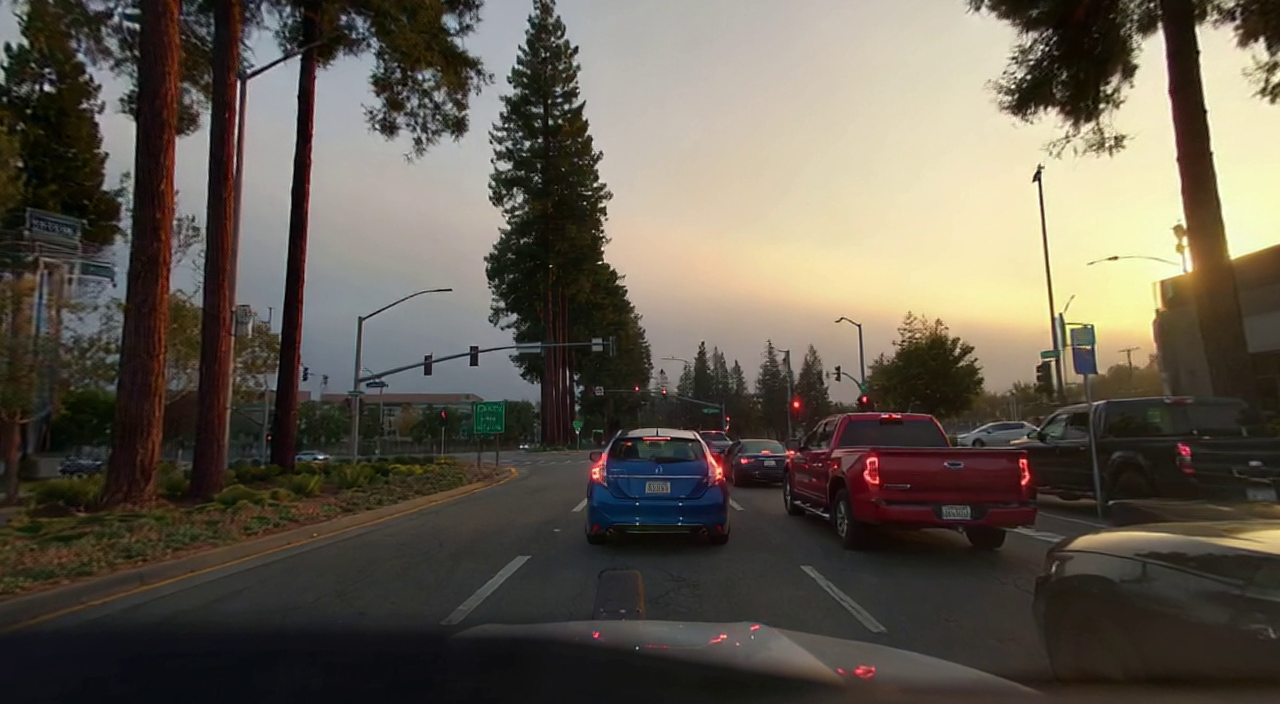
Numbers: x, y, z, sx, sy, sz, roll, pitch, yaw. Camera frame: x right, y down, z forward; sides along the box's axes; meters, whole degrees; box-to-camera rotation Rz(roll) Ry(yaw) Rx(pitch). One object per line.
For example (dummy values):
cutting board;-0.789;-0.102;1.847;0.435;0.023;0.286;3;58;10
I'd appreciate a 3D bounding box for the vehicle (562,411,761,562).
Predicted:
vehicle;0.243;1.772;8.981;2.168;1.641;4.039;0;-8;0

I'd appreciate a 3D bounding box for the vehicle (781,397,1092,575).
vehicle;3.386;1.628;8.382;2.099;1.725;4.290;0;-8;1
